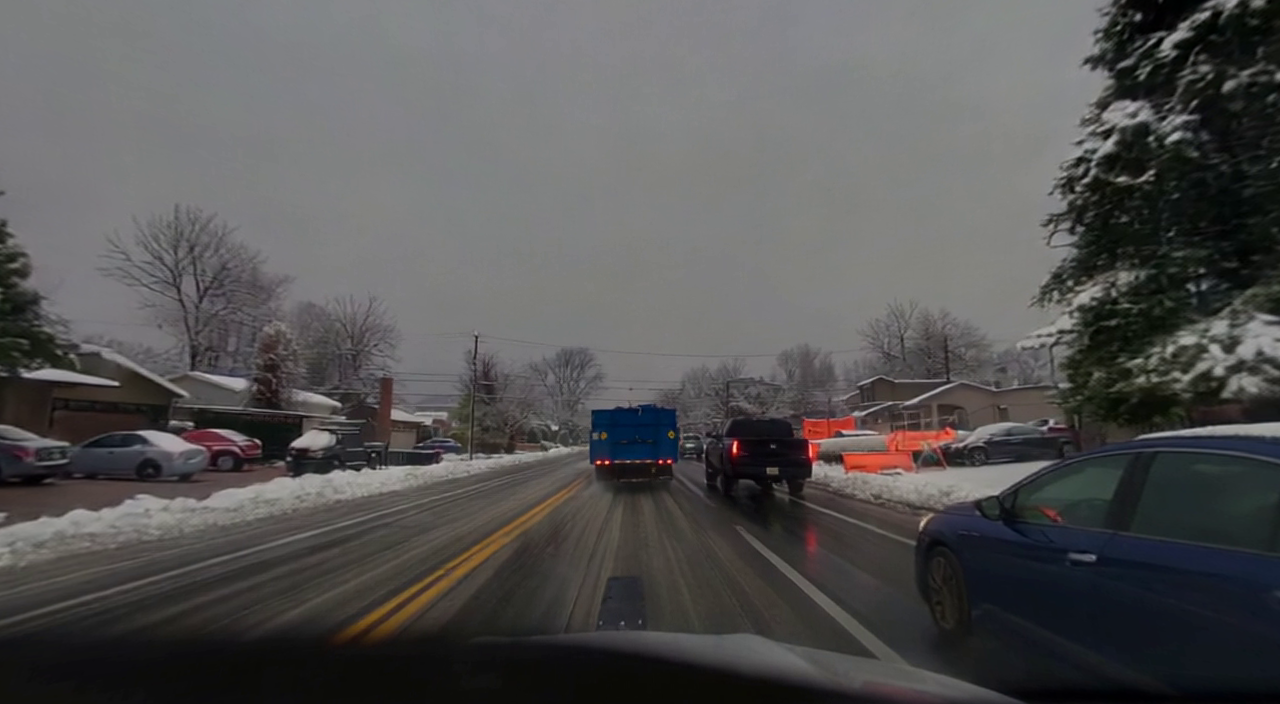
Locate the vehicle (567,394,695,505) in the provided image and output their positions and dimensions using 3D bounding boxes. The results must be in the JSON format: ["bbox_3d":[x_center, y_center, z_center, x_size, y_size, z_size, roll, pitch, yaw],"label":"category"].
[{"bbox_3d":[-0.132,2.590,17.003,2.751,2.361,6.347,1,-8,1],"label":"vehicle"}]

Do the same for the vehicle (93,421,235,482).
[{"bbox_3d":[-14.952,3.150,20.094,2.010,1.721,4.499,2,-9,-16],"label":"vehicle"}]

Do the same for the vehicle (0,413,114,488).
[{"bbox_3d":[-16.889,2.593,16.697,4.184,1.831,1.940,-1,-8,8],"label":"vehicle"}]

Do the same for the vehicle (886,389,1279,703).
[{"bbox_3d":[3.020,1.002,2.841,2.010,1.499,4.481,0,-8,0],"label":"vehicle"}]

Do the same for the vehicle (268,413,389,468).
[{"bbox_3d":[-13.390,3.908,27.556,2.475,2.157,5.567,0,-8,-1],"label":"vehicle"}]

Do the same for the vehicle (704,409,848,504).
[{"bbox_3d":[3.168,2.634,16.200,2.486,1.993,5.667,0,-8,0],"label":"vehicle"}]
